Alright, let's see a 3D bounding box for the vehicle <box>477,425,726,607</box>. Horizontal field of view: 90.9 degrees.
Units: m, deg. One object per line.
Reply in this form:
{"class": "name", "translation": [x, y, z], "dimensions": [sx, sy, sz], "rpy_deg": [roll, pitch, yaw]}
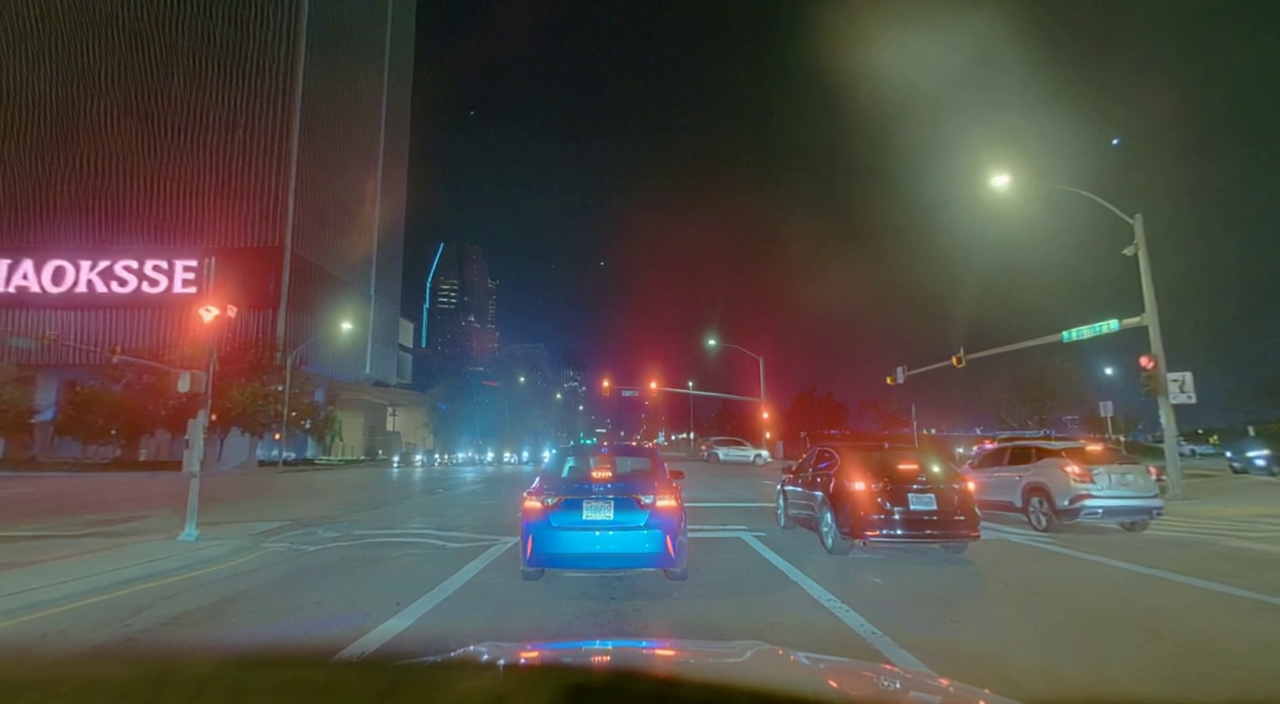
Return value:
{"class": "vehicle", "translation": [-0.368, 1.654, 7.289], "dimensions": [2.059, 1.477, 3.988], "rpy_deg": [0, -8, -1]}

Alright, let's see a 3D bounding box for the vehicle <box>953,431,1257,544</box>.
{"class": "vehicle", "translation": [7.444, 2.165, 10.786], "dimensions": [1.908, 1.517, 4.182], "rpy_deg": [0, -8, -1]}

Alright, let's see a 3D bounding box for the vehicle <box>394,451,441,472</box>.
{"class": "vehicle", "translation": [-17.130, 8.391, 48.682], "dimensions": [2.048, 1.463, 4.530], "rpy_deg": [0, -8, -1]}

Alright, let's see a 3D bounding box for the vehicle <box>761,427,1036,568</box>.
{"class": "vehicle", "translation": [3.215, 1.888, 8.970], "dimensions": [2.042, 1.508, 4.109], "rpy_deg": [0, -8, -2]}
